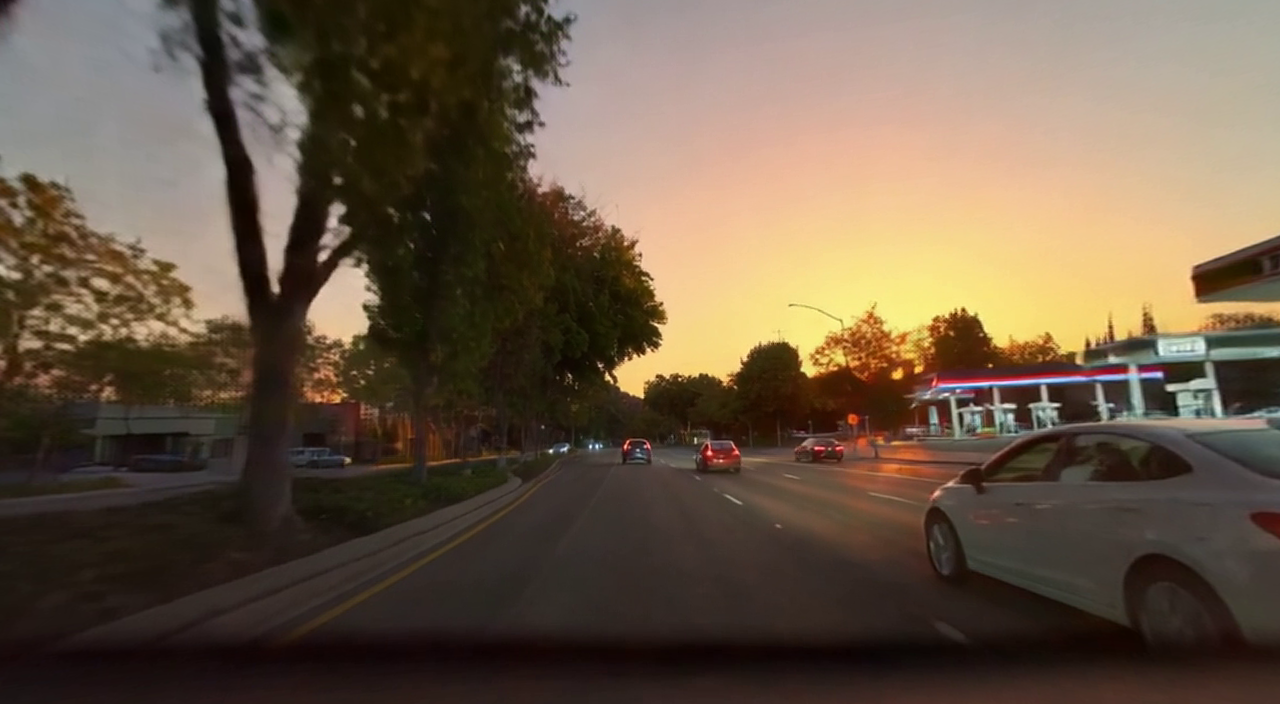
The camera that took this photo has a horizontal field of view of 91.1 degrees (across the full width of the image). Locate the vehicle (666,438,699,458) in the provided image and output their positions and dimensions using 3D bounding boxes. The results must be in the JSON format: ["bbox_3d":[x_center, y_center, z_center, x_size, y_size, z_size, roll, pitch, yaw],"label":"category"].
[{"bbox_3d":[3.218,7.344,48.133,2.114,1.473,4.495,0,-8,-1],"label":"vehicle"}]

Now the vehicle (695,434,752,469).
[{"bbox_3d":[3.870,4.677,29.709,1.980,1.515,4.362,0,-8,-2],"label":"vehicle"}]

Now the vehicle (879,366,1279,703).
[{"bbox_3d":[3.611,1.064,4.227,2.119,1.509,4.756,-1,-8,0],"label":"vehicle"}]

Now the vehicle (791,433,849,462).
[{"bbox_3d":[10.018,5.353,35.244,1.906,1.488,4.251,0,-8,-1],"label":"vehicle"}]

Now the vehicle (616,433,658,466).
[{"bbox_3d":[-0.193,5.381,34.853,2.172,1.694,4.055,0,-8,-1],"label":"vehicle"}]
